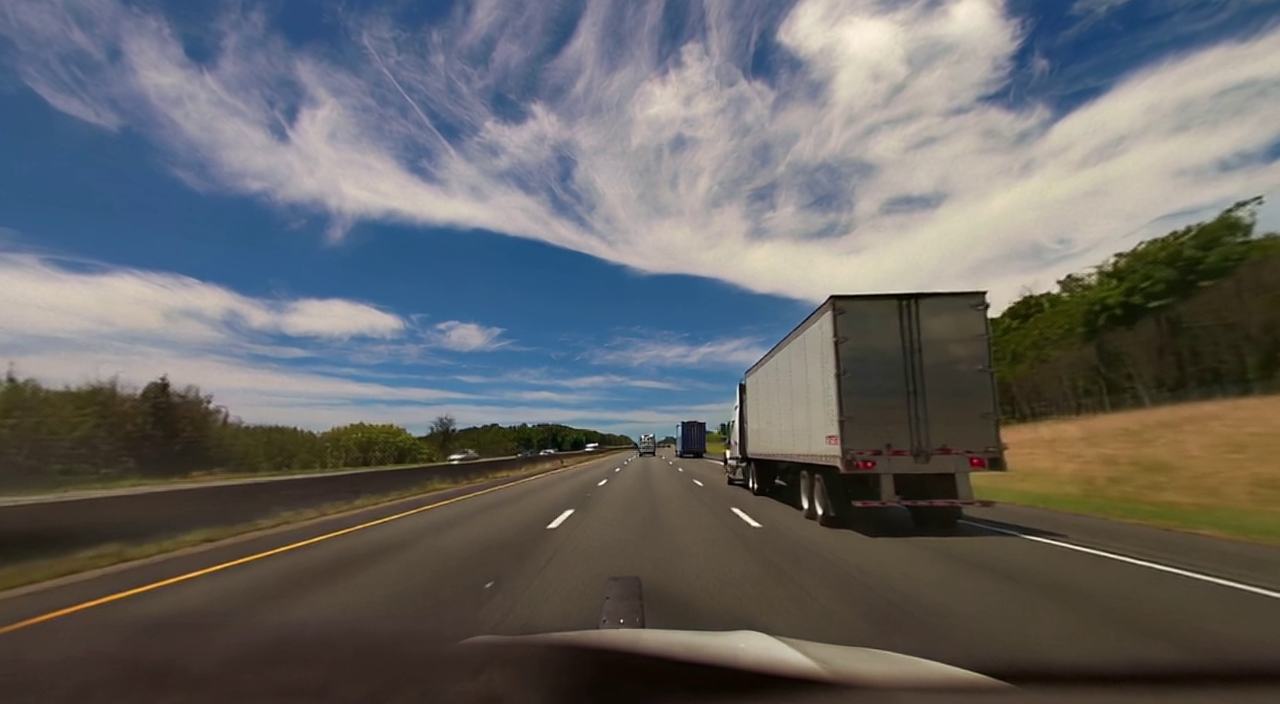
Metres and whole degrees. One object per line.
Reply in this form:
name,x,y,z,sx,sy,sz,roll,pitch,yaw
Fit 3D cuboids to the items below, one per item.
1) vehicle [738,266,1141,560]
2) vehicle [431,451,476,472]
vehicle,4.071,1.316,11.704,2.960,3.381,8.914,0,-9,-1
vehicle,-14.197,8.389,48.348,1.893,1.480,4.794,0,-9,1
